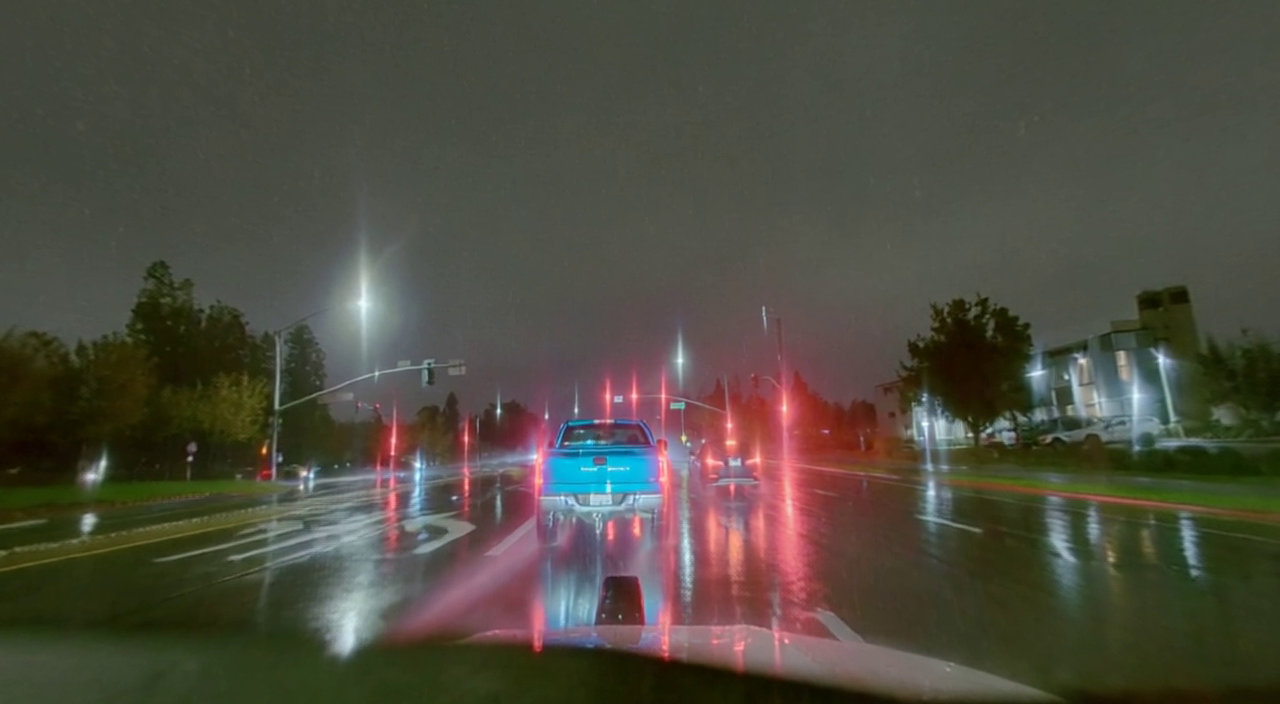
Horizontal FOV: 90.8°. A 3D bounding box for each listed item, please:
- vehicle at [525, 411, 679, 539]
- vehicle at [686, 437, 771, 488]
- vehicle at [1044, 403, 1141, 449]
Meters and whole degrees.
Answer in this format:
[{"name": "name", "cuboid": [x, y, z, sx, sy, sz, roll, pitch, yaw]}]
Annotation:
[{"name": "vehicle", "cuboid": [-0.554, 2.064, 11.255, 2.145, 1.762, 4.731, 0, -8, -1]}, {"name": "vehicle", "cuboid": [2.768, 3.595, 20.861, 2.073, 1.484, 4.437, 0, -8, -1]}, {"name": "vehicle", "cuboid": [30.303, 5.039, 42.505, 2.892, 2.881, 4.178, 2, -9, -16]}]
